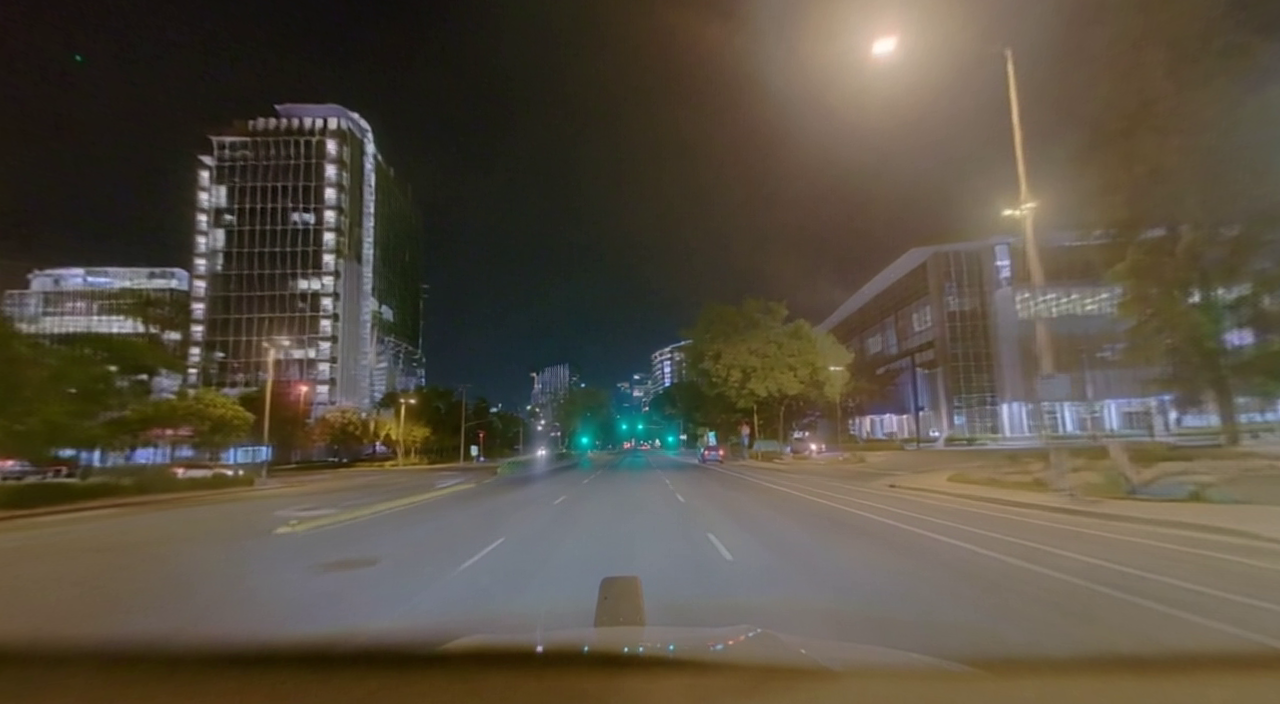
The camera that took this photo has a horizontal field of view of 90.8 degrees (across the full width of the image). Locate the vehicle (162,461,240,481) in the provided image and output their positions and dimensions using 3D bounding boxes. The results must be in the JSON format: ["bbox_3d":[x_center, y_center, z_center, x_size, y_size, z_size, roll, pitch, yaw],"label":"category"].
[{"bbox_3d":[-32.570,8.810,46.960,4.359,1.405,1.831,0,-8,-1],"label":"vehicle"}]
